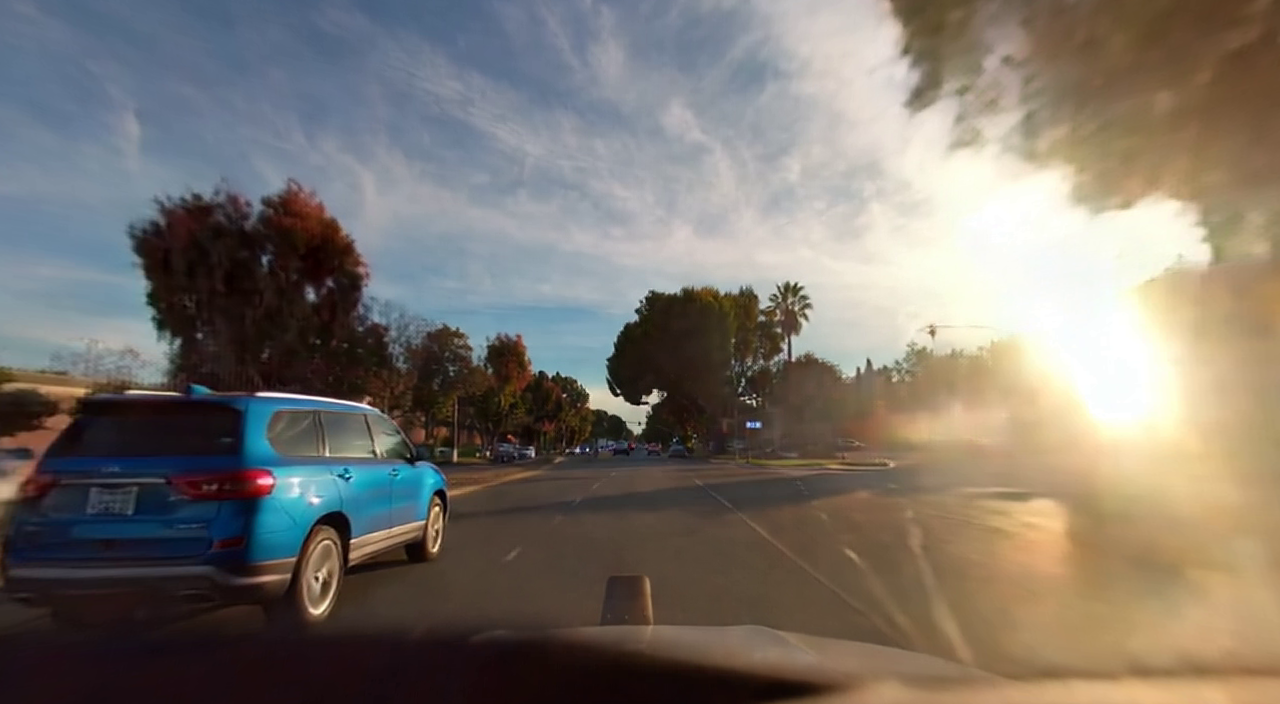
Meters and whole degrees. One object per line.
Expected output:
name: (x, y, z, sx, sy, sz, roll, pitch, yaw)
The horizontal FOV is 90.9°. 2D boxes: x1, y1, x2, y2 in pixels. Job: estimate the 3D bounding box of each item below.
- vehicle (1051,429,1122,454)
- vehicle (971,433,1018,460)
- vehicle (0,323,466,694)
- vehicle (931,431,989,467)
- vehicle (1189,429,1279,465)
vehicle: (34.813, 6.955, 49.120, 4.722, 1.906, 1.898, 2, -9, -18)
vehicle: (25.882, 6.930, 46.158, 2.162, 1.806, 5.704, -4, -9, 22)
vehicle: (-3.304, 1.149, 5.712, 2.152, 1.987, 4.527, 0, -8, 0)
vehicle: (17.227, 5.250, 34.151, 2.180, 1.808, 4.462, -3, -9, 20)
vehicle: (31.232, 4.744, 31.570, 5.891, 1.671, 2.332, 1, -9, -11)
